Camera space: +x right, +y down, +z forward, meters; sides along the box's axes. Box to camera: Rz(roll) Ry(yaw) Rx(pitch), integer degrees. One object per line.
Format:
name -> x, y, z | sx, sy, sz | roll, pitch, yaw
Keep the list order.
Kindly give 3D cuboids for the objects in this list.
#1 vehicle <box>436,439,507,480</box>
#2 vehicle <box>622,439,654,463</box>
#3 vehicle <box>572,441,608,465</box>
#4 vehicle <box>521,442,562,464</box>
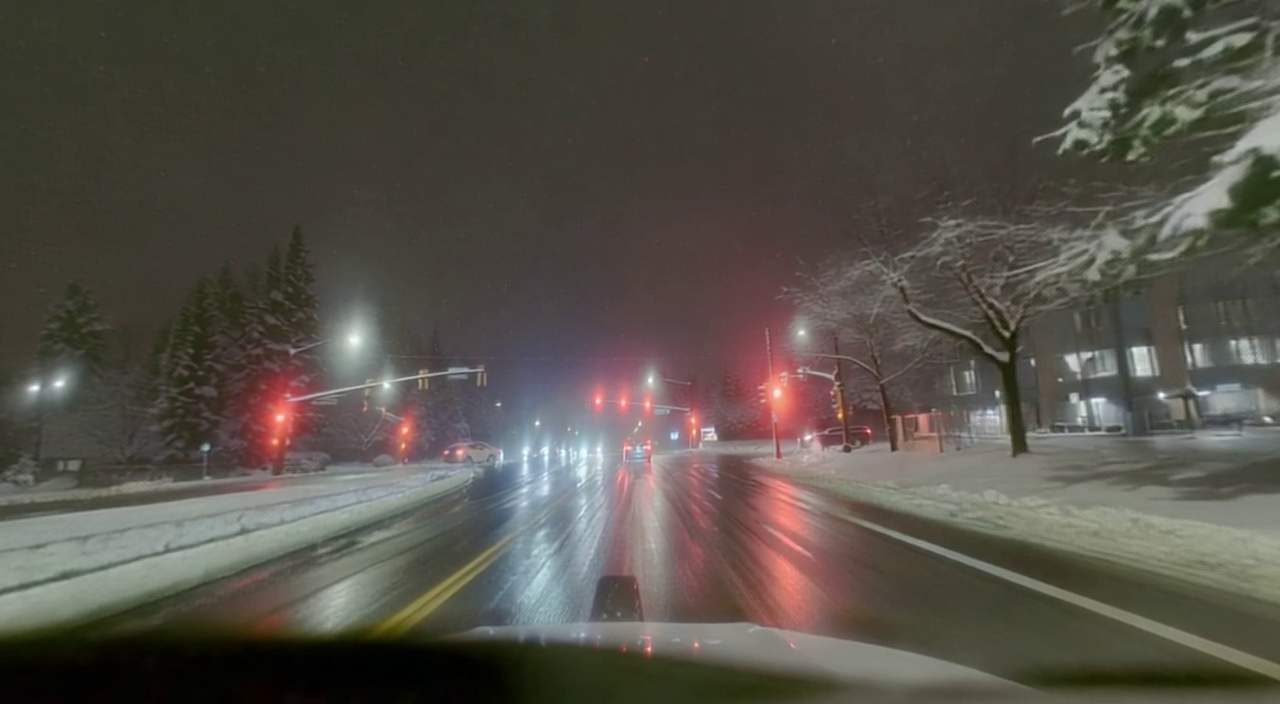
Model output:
vehicle -> -6.974, 4.488, 26.638 | 1.869, 1.570, 4.064 | 0, -9, 0
vehicle -> -0.124, 6.514, 41.598 | 1.985, 1.521, 3.968 | 0, -9, 1
vehicle -> -3.222, 6.605, 41.470 | 1.946, 1.437, 4.154 | 0, -9, 1
vehicle -> -6.795, 7.019, 44.076 | 2.074, 1.447, 4.224 | 0, -9, 1
